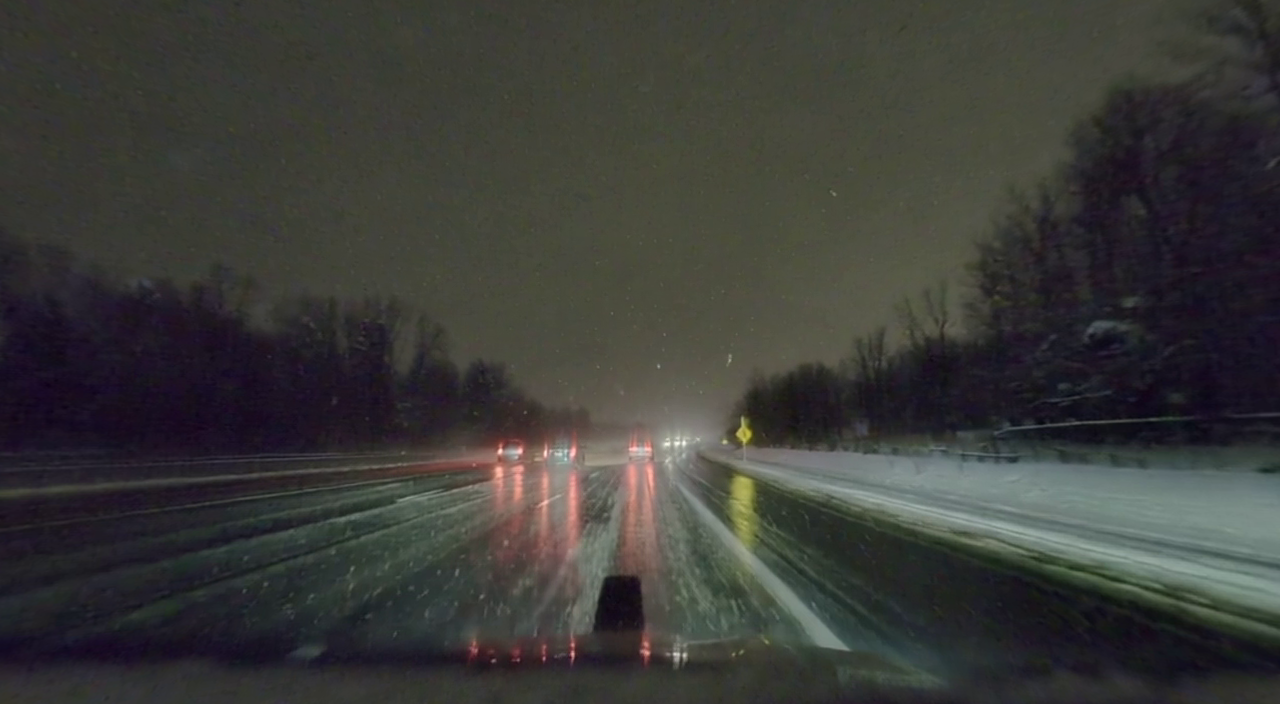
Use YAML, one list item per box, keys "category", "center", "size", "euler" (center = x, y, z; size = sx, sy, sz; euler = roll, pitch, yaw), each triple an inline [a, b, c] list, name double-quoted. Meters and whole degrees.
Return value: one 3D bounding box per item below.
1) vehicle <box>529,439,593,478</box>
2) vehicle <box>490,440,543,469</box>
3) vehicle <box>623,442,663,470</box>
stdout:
- category: "vehicle"
  center: [-3.389, 4.713, 28.023]
  size: [2.129, 1.563, 4.387]
  euler: [-1, -9, 2]
- category: "vehicle"
  center: [-7.127, 5.976, 36.759]
  size: [2.002, 1.543, 4.466]
  euler: [-1, -9, 2]
- category: "vehicle"
  center: [0.230, 5.993, 36.343]
  size: [2.129, 1.502, 4.321]
  euler: [0, -9, 2]
